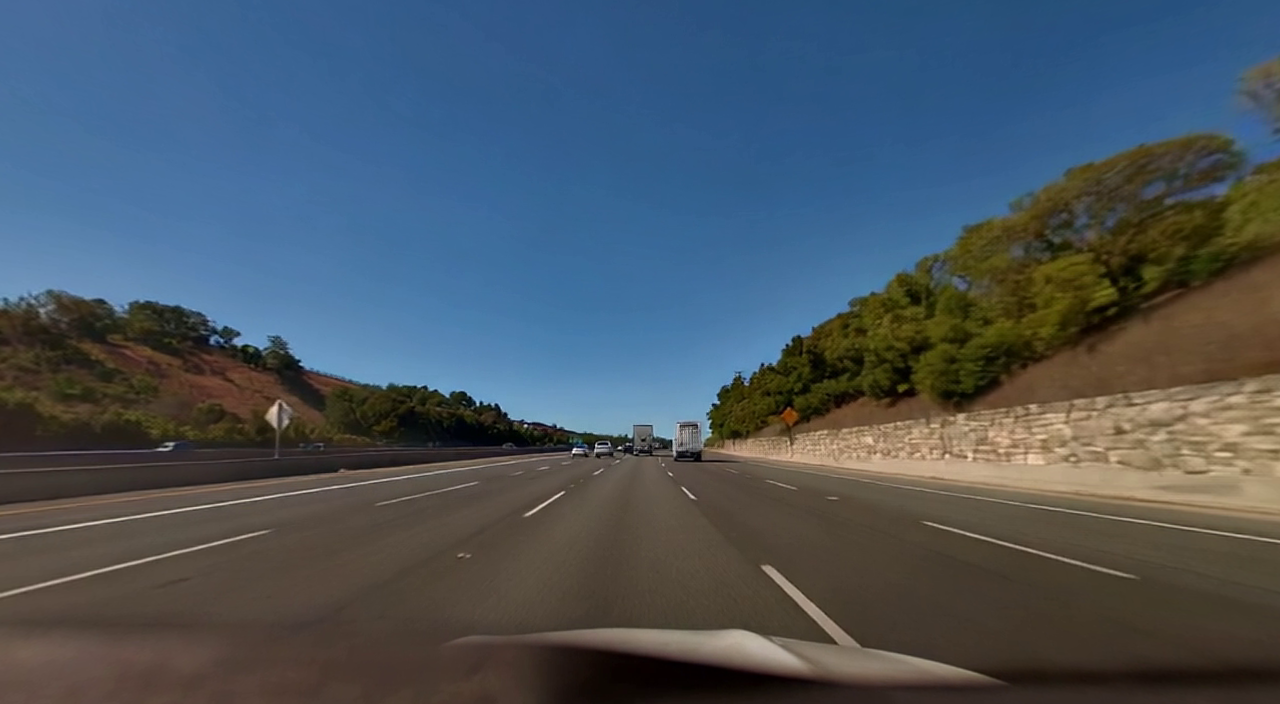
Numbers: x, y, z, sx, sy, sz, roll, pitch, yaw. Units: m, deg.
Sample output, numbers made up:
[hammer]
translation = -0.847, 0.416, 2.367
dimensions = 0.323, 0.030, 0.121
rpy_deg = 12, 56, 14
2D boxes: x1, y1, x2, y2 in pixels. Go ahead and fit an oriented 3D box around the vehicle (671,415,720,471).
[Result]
[vehicle]
translation = 3.435, 5.985, 40.862
dimensions = 2.795, 3.187, 7.205
rpy_deg = -2, -10, 2
